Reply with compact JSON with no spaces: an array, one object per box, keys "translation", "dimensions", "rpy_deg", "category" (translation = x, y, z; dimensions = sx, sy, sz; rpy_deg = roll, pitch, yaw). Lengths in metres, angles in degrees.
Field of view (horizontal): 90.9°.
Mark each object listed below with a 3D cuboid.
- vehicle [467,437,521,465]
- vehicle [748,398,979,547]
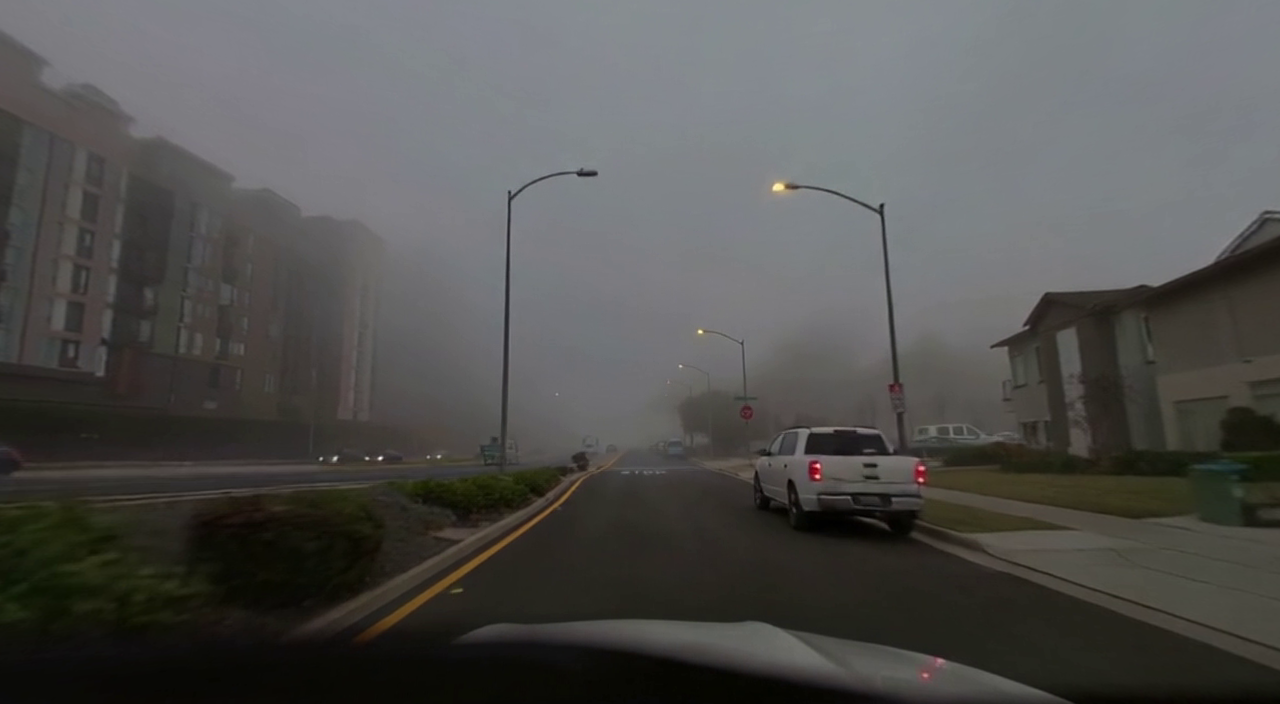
[{"translation":[-8.647,5.904,37.648],"dimensions":[2.024,1.532,3.863],"rpy_deg":[-1,-9,4],"category":"vehicle"},{"translation":[3.165,1.833,10.119],"dimensions":[2.067,1.846,4.384],"rpy_deg":[0,-9,0],"category":"vehicle"}]
